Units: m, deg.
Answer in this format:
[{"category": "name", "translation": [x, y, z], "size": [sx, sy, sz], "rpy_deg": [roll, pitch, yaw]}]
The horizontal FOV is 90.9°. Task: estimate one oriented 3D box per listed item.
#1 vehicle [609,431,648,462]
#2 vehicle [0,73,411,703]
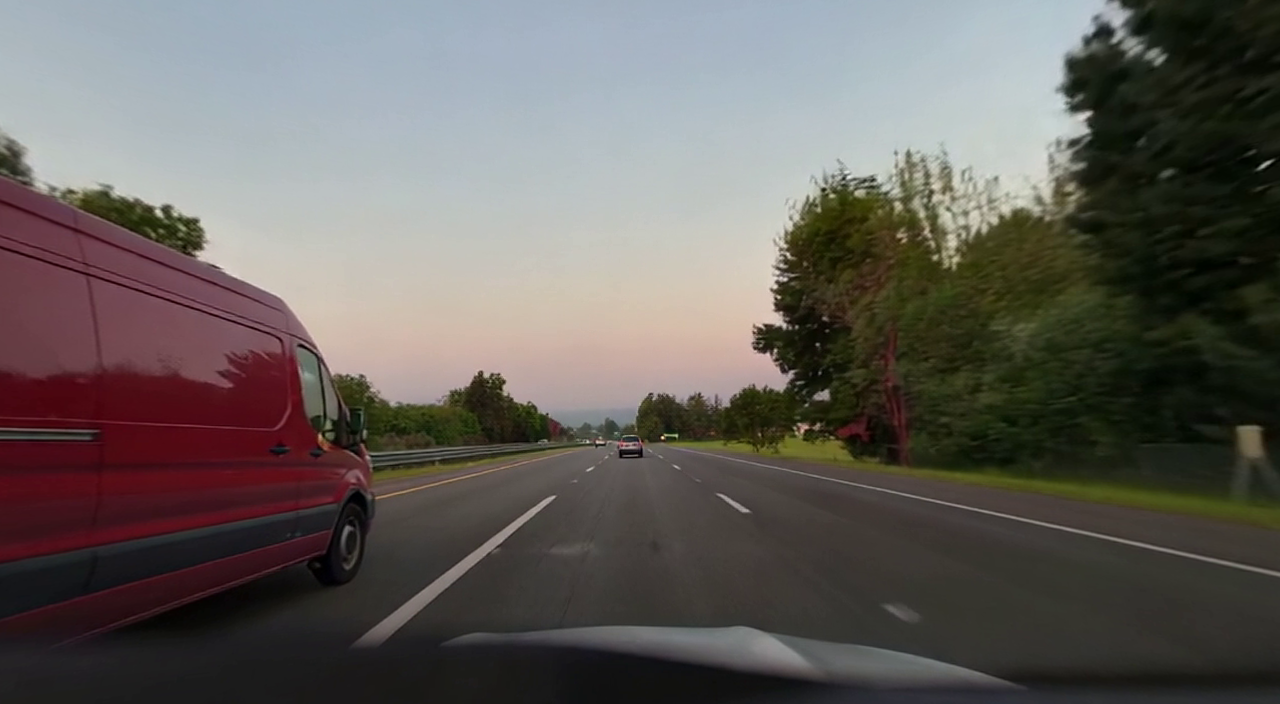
[{"category": "vehicle", "translation": [-0.655, 5.332, 35.741], "size": [2.104, 1.646, 4.176], "rpy_deg": [0, -8, -1]}, {"category": "vehicle", "translation": [-3.505, 0.474, 3.397], "size": [2.424, 2.577, 5.828], "rpy_deg": [0, -8, -1]}]
